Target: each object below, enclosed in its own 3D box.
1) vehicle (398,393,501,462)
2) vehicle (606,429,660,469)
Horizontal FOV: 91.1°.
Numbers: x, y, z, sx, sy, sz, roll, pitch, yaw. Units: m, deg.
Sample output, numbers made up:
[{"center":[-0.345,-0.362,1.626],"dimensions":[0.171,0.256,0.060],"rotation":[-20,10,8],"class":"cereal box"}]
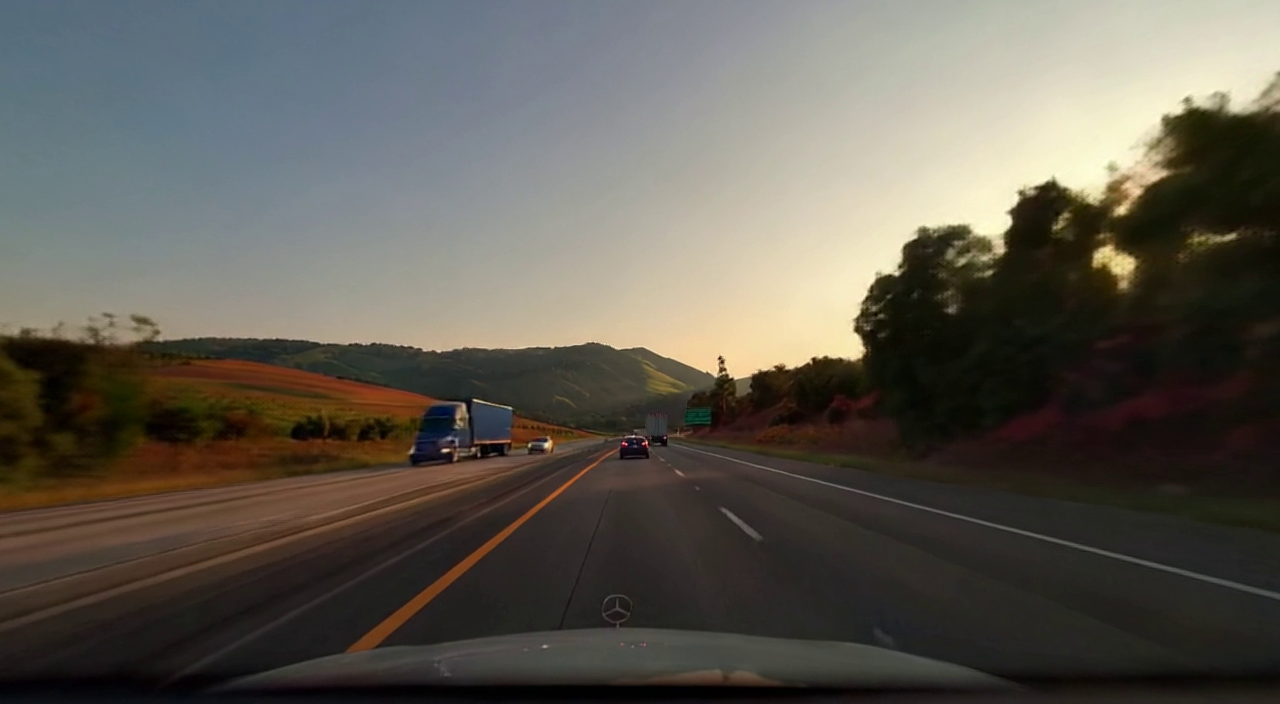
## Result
[{"center":[-12.268,5.131,41.912],"dimensions":[3.270,3.993,10.585],"rotation":[0,-8,1],"class":"vehicle"},{"center":[-0.306,4.275,27.983],"dimensions":[2.216,1.623,4.220],"rotation":[0,-8,-1],"class":"vehicle"}]
